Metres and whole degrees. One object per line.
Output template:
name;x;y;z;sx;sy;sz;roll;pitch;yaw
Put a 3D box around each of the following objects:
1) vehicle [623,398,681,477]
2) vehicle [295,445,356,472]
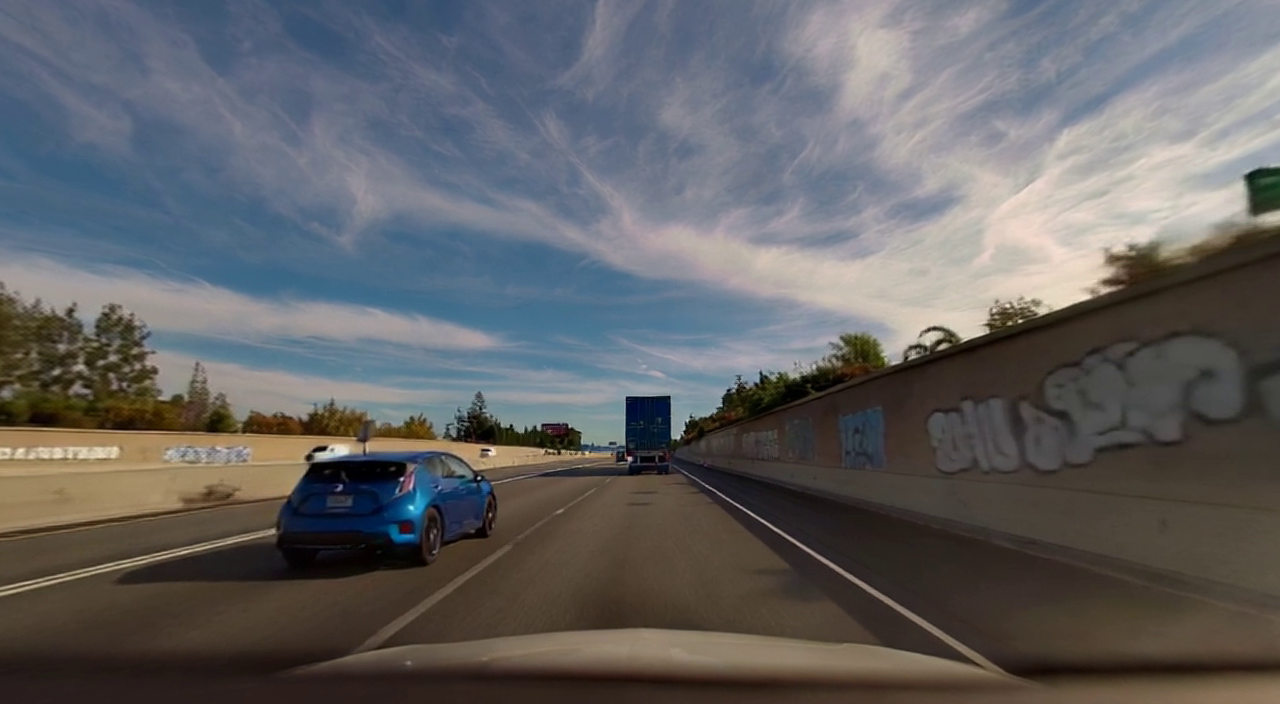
vehicle;0.652;5.282;38.280;2.997;4.069;10.871;0;-9;0
vehicle;-24.171;8.192;48.646;2.147;2.006;4.767;0;-9;1
